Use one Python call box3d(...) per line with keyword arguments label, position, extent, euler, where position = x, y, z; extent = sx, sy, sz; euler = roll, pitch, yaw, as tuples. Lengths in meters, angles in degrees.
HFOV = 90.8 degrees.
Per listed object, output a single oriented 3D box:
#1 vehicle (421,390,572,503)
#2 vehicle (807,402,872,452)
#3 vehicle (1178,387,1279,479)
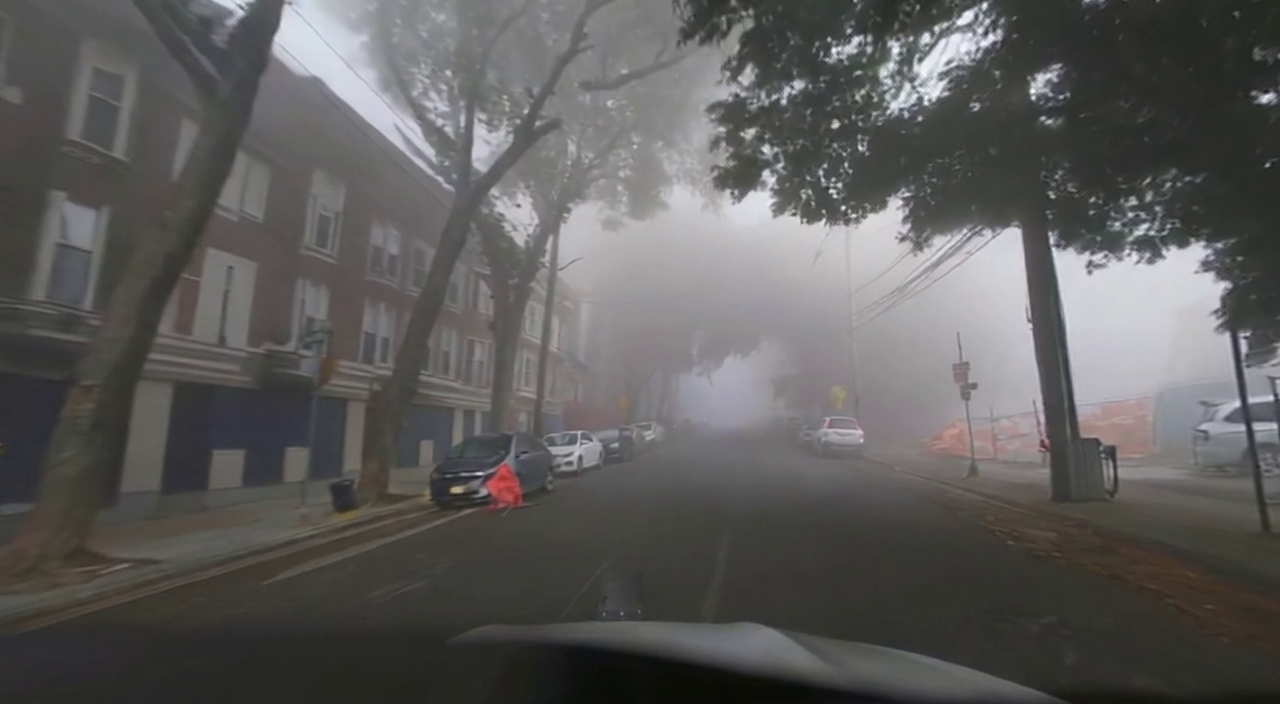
box3d(label="vehicle", position=(-3.048, 2.136, 14.401), extent=(1.894, 2.186, 3.901), euler=(-2, -8, 11))
box3d(label="vehicle", position=(8.655, 3.366, 27.779), extent=(1.994, 1.857, 4.393), euler=(1, -10, 8))
box3d(label="vehicle", position=(15.955, 1.797, 14.645), extent=(4.585, 1.977, 2.170), euler=(-6, -10, 17))
